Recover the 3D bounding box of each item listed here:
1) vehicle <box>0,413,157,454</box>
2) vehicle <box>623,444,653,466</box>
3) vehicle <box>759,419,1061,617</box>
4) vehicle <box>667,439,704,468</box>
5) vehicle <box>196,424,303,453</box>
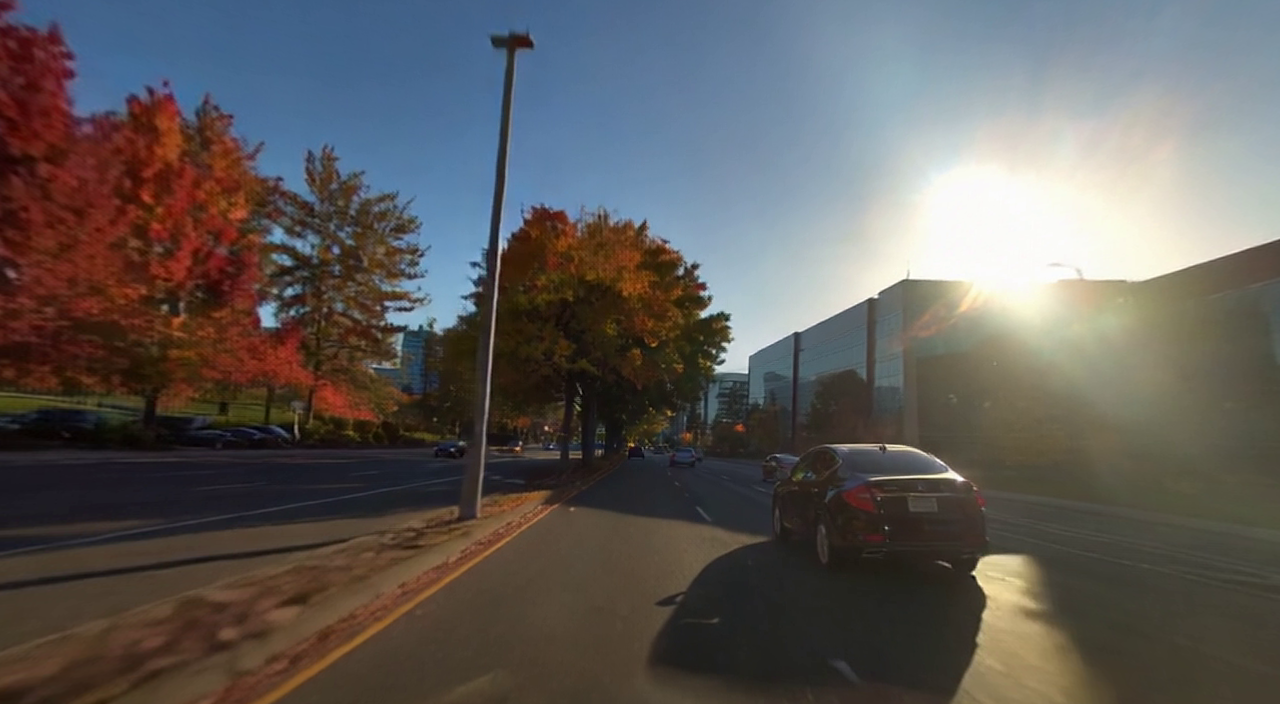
[{"bbox_3d":[-27.492,3.951,30.444,6.220,1.825,2.361,0,-8,-1],"label":"vehicle"},{"bbox_3d":[-0.147,7.211,44.268,1.991,1.477,3.814,0,-8,-1],"label":"vehicle"},{"bbox_3d":[2.777,1.752,7.579,1.901,1.634,3.896,3,-8,0],"label":"vehicle"},{"bbox_3d":[3.127,7.102,44.218,2.154,1.844,4.634,2,-8,-1],"label":"vehicle"},{"bbox_3d":[-27.116,6.042,43.899,6.055,1.910,2.113,-1,-8,0],"label":"vehicle"}]
